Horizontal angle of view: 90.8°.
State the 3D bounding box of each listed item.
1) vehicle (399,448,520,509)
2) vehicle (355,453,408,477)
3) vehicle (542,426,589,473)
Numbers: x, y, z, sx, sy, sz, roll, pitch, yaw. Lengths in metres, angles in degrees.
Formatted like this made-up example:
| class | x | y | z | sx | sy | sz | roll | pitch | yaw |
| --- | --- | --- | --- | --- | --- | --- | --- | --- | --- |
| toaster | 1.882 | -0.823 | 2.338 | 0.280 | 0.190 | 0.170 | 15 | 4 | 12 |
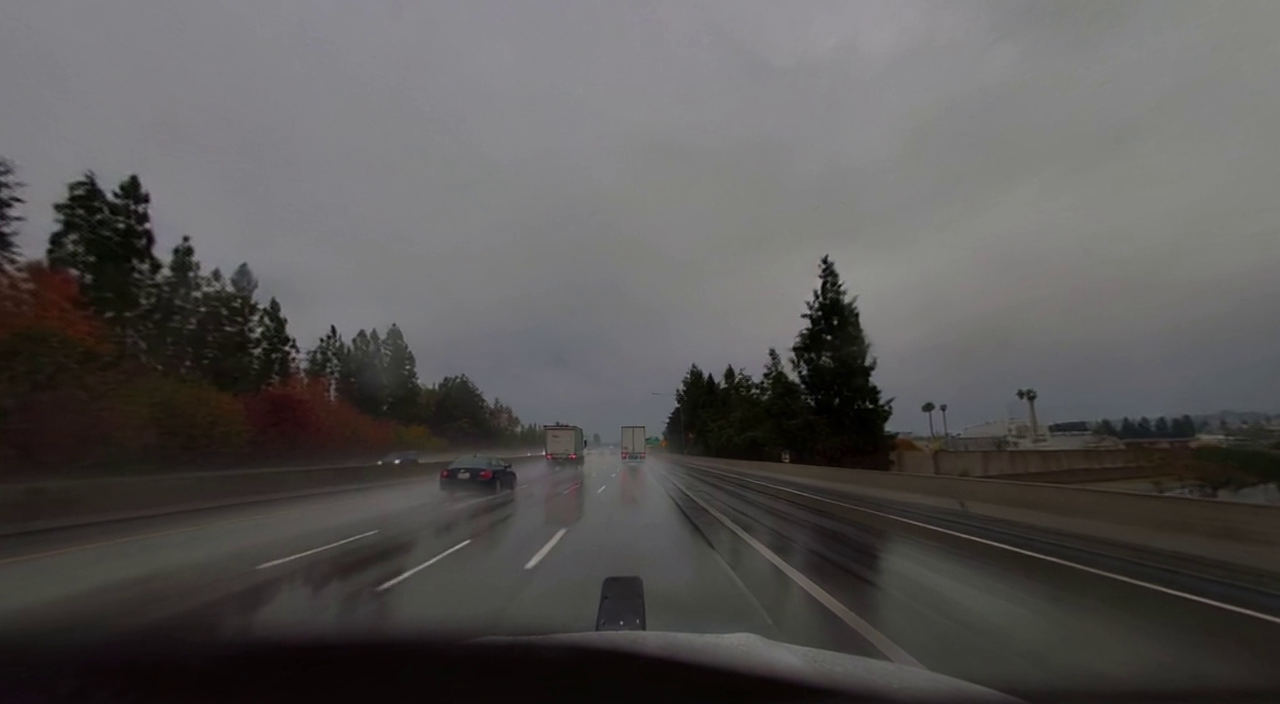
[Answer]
| class | x | y | z | sx | sy | sz | roll | pitch | yaw |
| --- | --- | --- | --- | --- | --- | --- | --- | --- | --- |
| vehicle | -4.820 | 3.446 | 17.652 | 1.979 | 1.459 | 4.643 | 0 | -9 | 0 |
| vehicle | -17.883 | 7.809 | 43.839 | 1.865 | 1.509 | 4.237 | 0 | -9 | 0 |
| vehicle | -4.775 | 6.444 | 41.485 | 2.368 | 2.813 | 6.329 | 0 | -9 | 0 |
